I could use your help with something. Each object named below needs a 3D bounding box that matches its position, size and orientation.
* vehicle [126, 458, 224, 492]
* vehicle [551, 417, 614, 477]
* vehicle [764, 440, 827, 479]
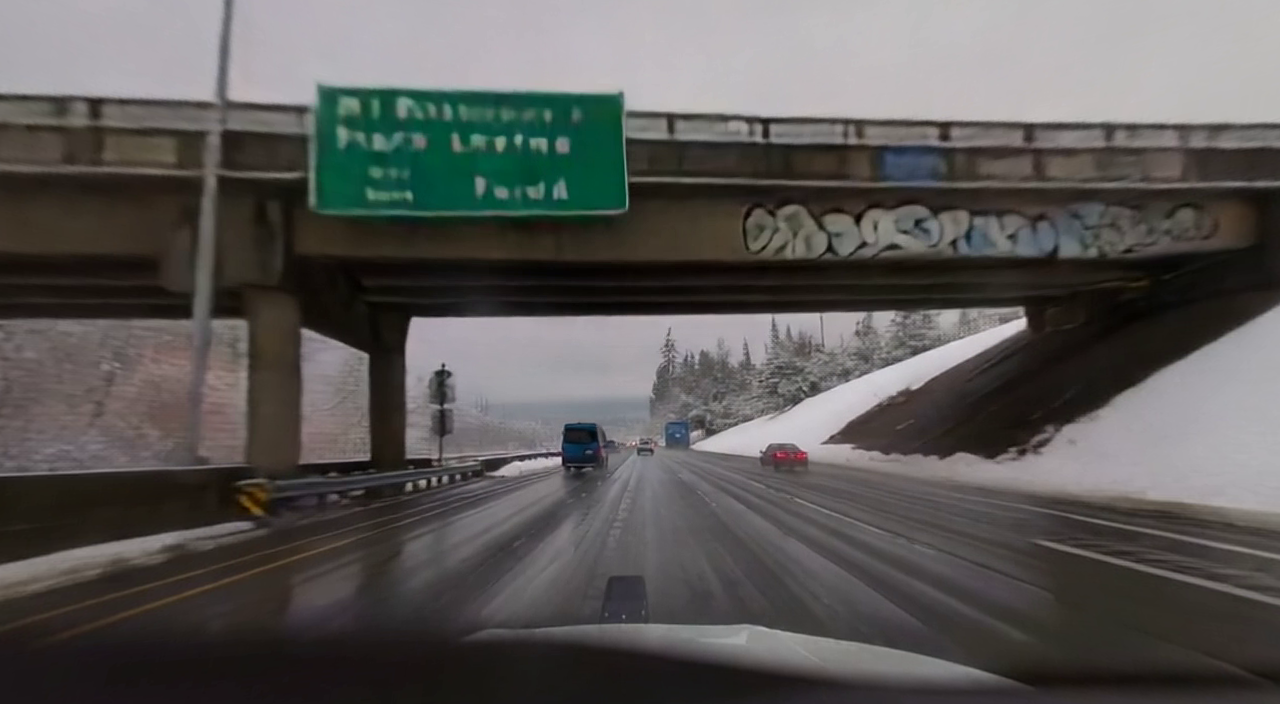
[{"bbox_3d":[-20.770,5.499,28.345,1.771,1.357,3.502,0,-9,-1],"label":"vehicle"},{"bbox_3d":[-2.660,4.697,31.003,2.451,2.627,5.868,0,-9,1],"label":"vehicle"},{"bbox_3d":[7.078,4.952,29.196,1.936,1.664,4.198,0,-9,1],"label":"vehicle"}]
